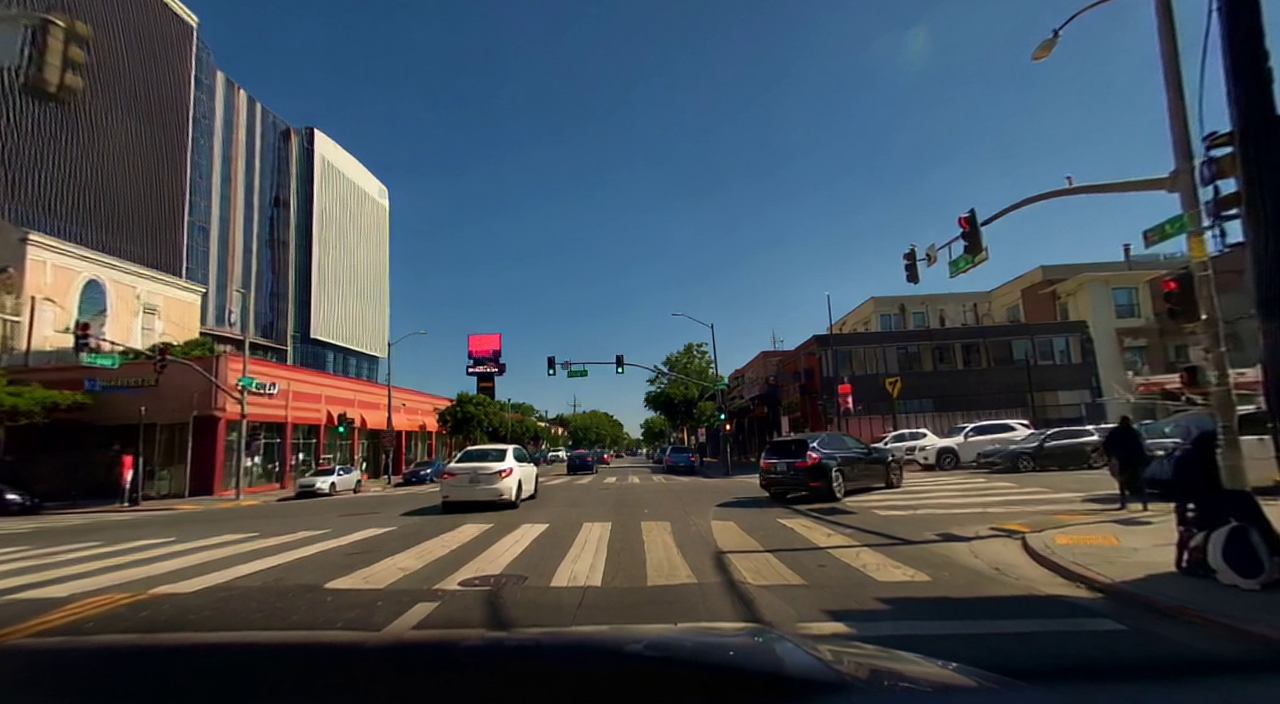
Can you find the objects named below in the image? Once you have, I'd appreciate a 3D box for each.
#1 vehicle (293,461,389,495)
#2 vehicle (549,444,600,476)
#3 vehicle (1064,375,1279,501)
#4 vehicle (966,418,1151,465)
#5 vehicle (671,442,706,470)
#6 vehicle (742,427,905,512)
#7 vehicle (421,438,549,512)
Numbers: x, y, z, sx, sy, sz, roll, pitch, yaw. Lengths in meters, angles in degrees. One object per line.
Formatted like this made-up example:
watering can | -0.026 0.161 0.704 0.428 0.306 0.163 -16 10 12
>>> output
vehicle | -15.290 6.463 32.562 1.999 1.466 4.535 -2 -9 14
vehicle | -3.191 5.358 31.523 1.916 1.487 4.535 0 -8 2
vehicle | 11.945 1.683 12.347 5.523 2.219 2.251 0 -8 1
vehicle | 13.930 3.015 21.217 4.801 1.497 1.895 0 -8 1
vehicle | 3.284 7.062 43.003 1.924 1.765 3.954 0 -8 -2
vehicle | 4.120 2.427 13.596 2.153 1.480 4.540 -5 -10 32
vehicle | -3.442 2.786 14.763 1.973 1.496 3.713 0 -8 1
